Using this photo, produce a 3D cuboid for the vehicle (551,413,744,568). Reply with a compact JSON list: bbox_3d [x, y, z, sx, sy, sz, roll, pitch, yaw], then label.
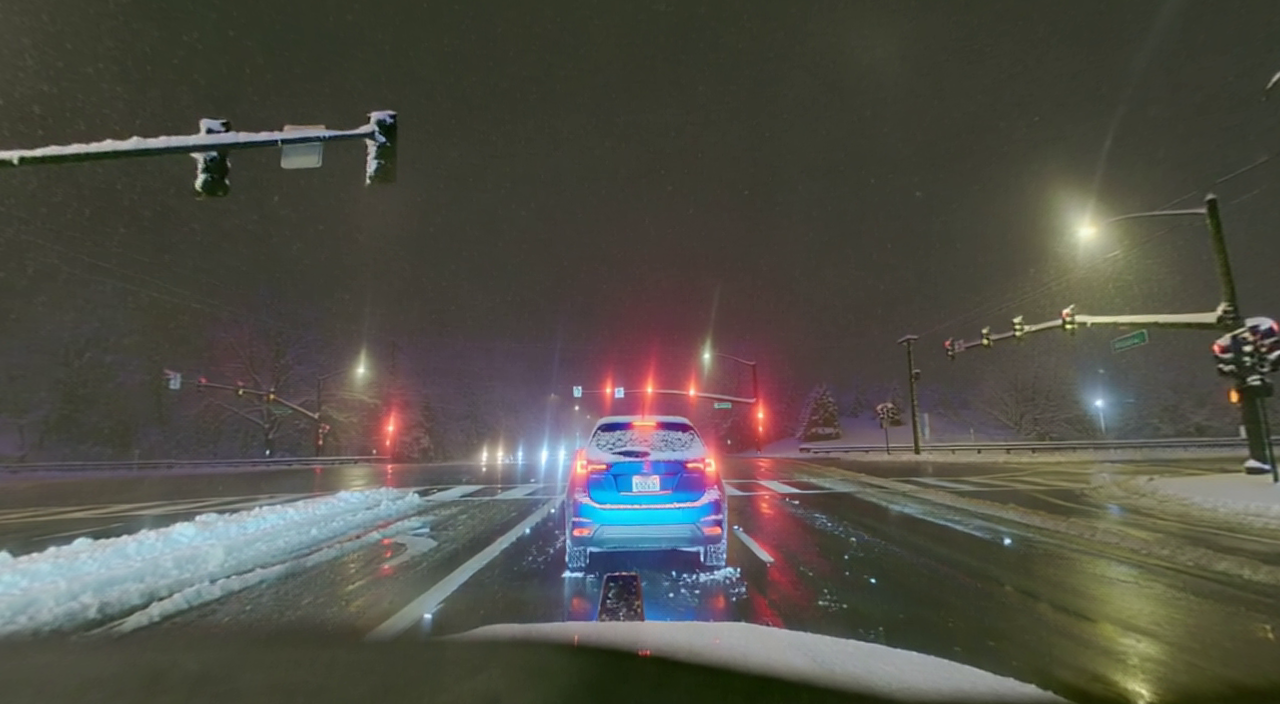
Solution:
[{"bbox_3d":[0.044,1.755,8.712,2.027,1.626,3.942,0,-8,-1],"label":"vehicle"}]
